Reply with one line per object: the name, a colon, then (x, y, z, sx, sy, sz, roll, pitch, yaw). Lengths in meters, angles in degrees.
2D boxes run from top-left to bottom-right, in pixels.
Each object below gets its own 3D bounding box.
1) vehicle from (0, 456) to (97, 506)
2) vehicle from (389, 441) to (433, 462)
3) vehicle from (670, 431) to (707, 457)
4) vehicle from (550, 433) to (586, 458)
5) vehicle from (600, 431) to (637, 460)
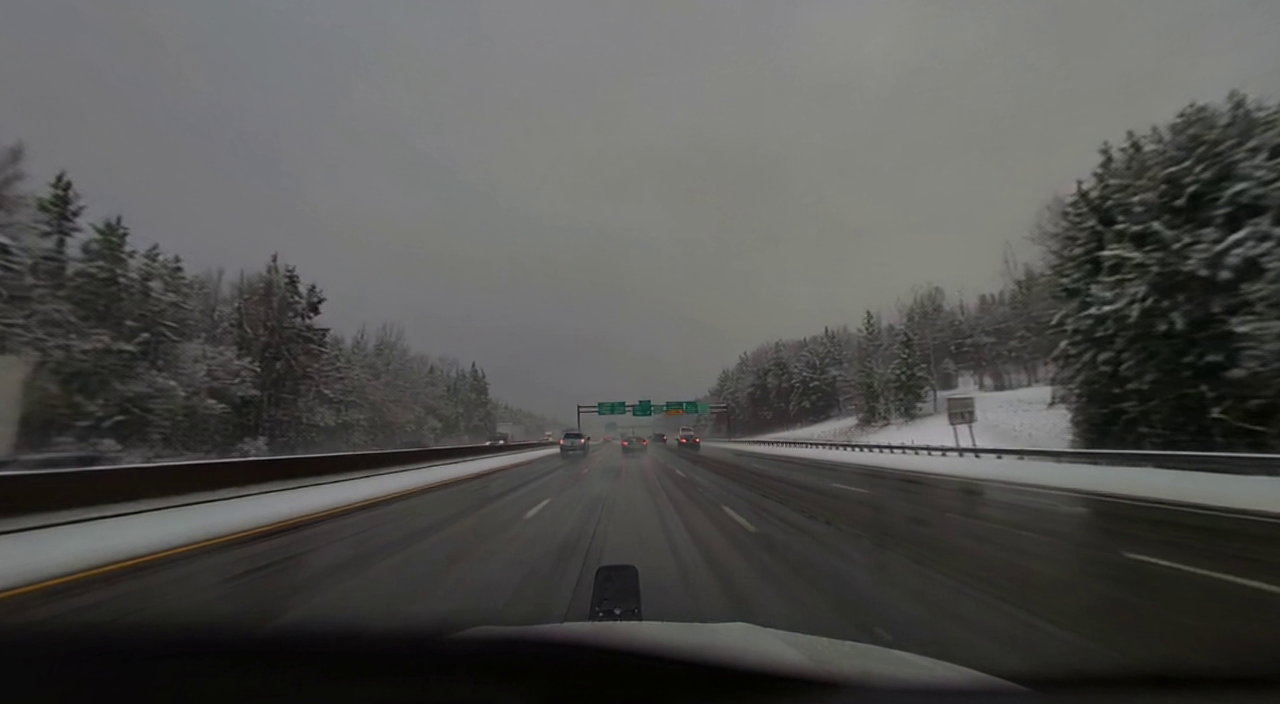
vehicle: (-21.484, 4.362, 21.466, 1.815, 1.480, 4.547, 0, -8, -1)
vehicle: (-17.883, 7.740, 49.255, 1.886, 1.517, 4.079, 0, -8, 0)
vehicle: (3.210, 6.206, 42.651, 2.066, 1.673, 4.225, 0, -8, -2)
vehicle: (-4.886, 6.397, 43.279, 2.046, 1.658, 4.008, 0, -8, 0)
vehicle: (-1.251, 5.574, 37.674, 2.119, 1.629, 3.946, 0, -8, -1)
